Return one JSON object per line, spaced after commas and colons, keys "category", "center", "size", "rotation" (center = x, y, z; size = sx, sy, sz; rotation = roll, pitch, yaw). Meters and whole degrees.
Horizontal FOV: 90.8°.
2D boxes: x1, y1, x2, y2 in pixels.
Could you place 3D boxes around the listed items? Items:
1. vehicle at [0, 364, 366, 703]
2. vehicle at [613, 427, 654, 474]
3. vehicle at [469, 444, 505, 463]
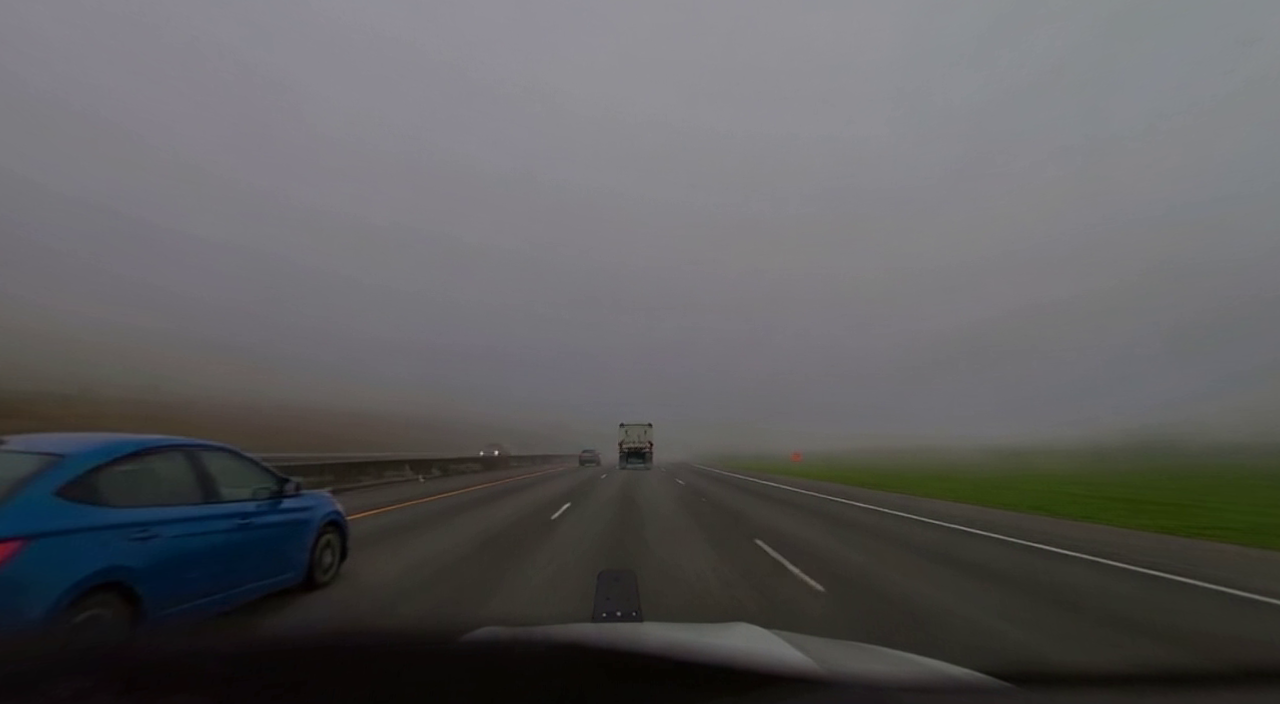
{"category": "vehicle", "center": [-3.299, 0.996, 2.994], "size": [2.088, 1.643, 4.215], "rotation": [0, -9, 0]}
{"category": "vehicle", "center": [-0.506, 6.971, 44.787], "size": [2.672, 3.056, 6.900], "rotation": [0, -9, -1]}
{"category": "vehicle", "center": [-11.911, 7.948, 49.350], "size": [1.767, 1.452, 3.615], "rotation": [-1, -9, 3]}
